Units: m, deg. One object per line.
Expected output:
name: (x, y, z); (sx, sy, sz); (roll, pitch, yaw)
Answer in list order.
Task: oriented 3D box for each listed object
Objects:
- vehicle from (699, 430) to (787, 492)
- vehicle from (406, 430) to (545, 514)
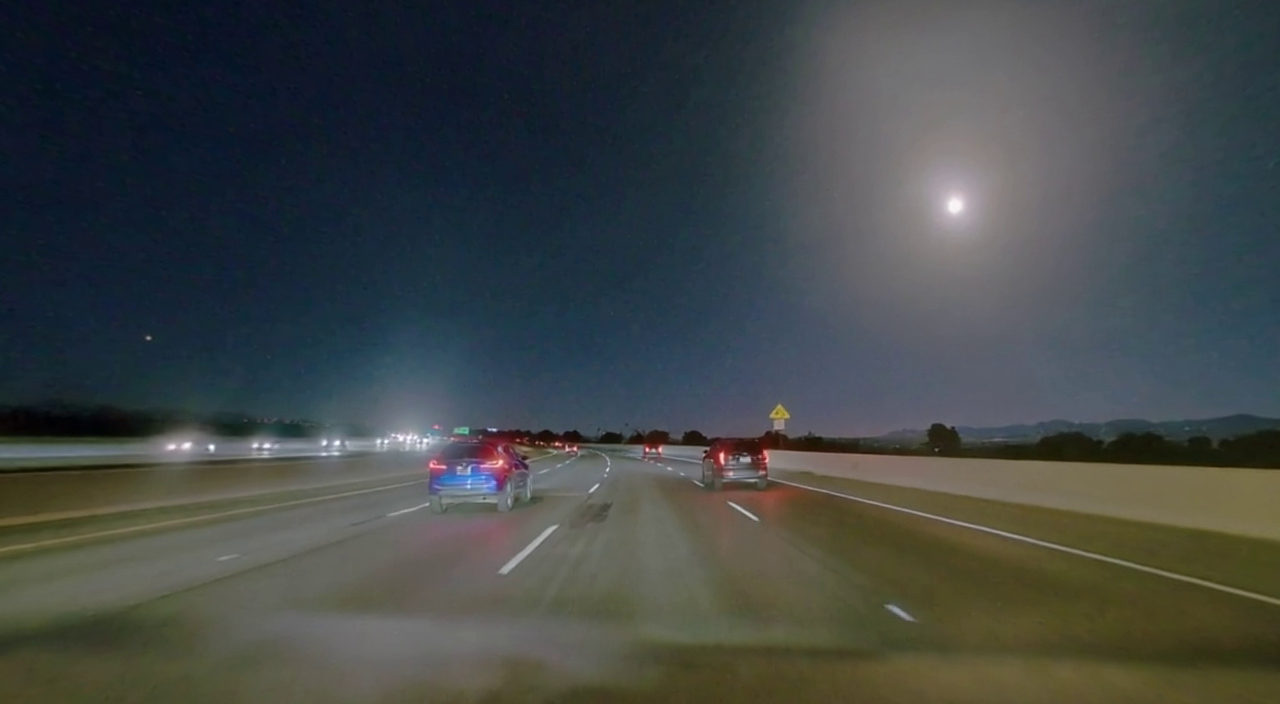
vehicle: (3.366, 3.688, 21.632); (2.153, 1.860, 4.689); (0, -9, -1)
vehicle: (-3.812, 2.889, 15.561); (2.214, 1.743, 4.465); (0, -9, 0)
